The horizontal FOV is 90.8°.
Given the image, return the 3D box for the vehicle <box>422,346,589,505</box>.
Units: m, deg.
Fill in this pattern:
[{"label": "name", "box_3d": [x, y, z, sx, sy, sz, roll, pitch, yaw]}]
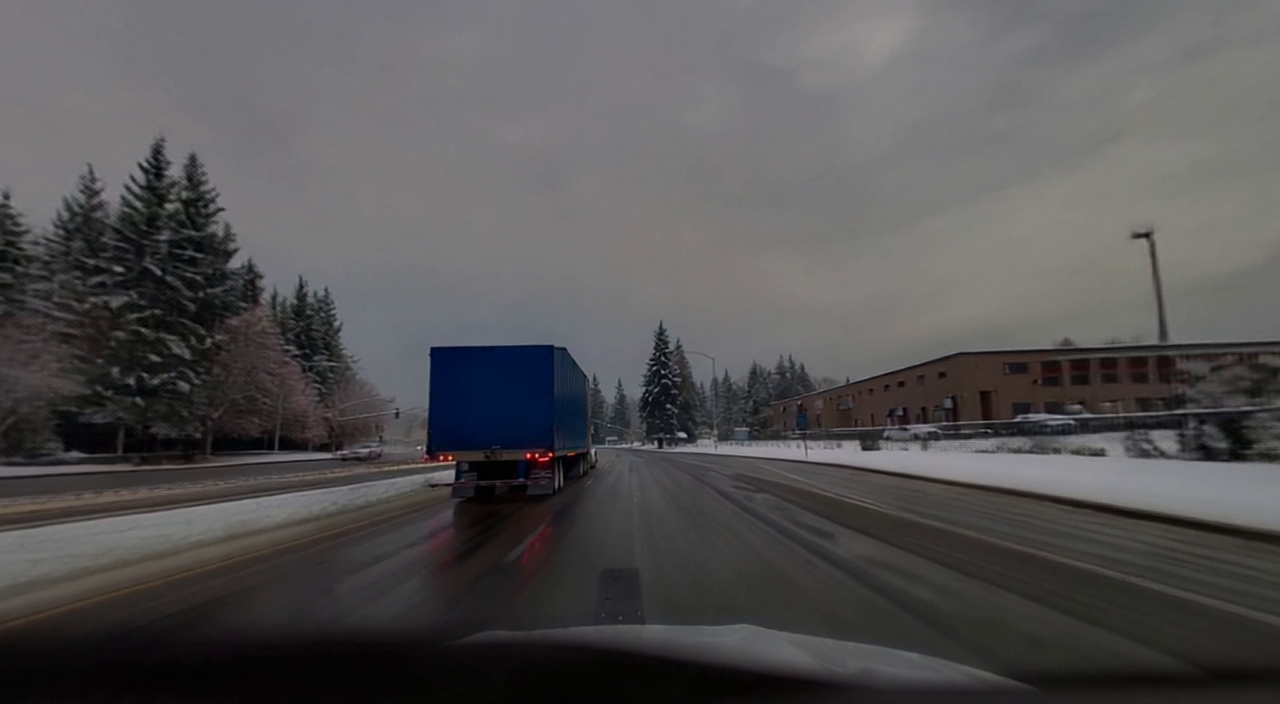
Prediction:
[{"label": "vehicle", "box_3d": [-3.231, 2.179, 17.884, 2.910, 3.419, 8.376, 0, -8, 0]}]
